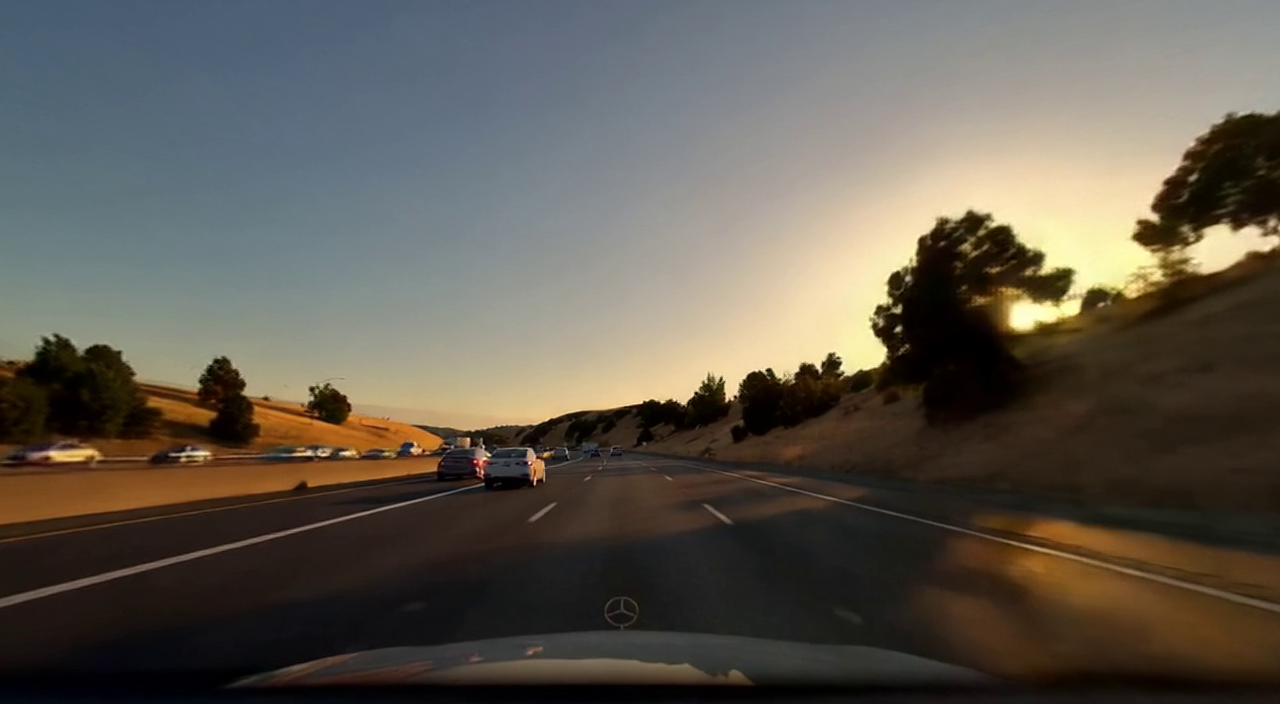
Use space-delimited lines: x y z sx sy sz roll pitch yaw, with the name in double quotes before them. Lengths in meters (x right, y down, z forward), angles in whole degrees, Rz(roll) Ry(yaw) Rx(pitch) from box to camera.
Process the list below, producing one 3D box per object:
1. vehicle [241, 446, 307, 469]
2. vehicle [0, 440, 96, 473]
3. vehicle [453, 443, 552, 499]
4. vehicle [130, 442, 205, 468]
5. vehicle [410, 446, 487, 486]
"vehicle" -25.347 7.319 43.935 1.886 1.467 4.643 0 -9 -1
"vehicle" -33.182 5.781 35.024 1.959 1.681 4.590 0 -9 -2
"vehicle" -4.097 3.632 19.684 2.073 1.516 4.478 0 -9 0
"vehicle" -34.412 7.525 46.169 2.172 1.768 4.652 1 -9 -5
"vehicle" -7.978 4.778 26.751 2.023 1.519 4.150 0 -9 -1
